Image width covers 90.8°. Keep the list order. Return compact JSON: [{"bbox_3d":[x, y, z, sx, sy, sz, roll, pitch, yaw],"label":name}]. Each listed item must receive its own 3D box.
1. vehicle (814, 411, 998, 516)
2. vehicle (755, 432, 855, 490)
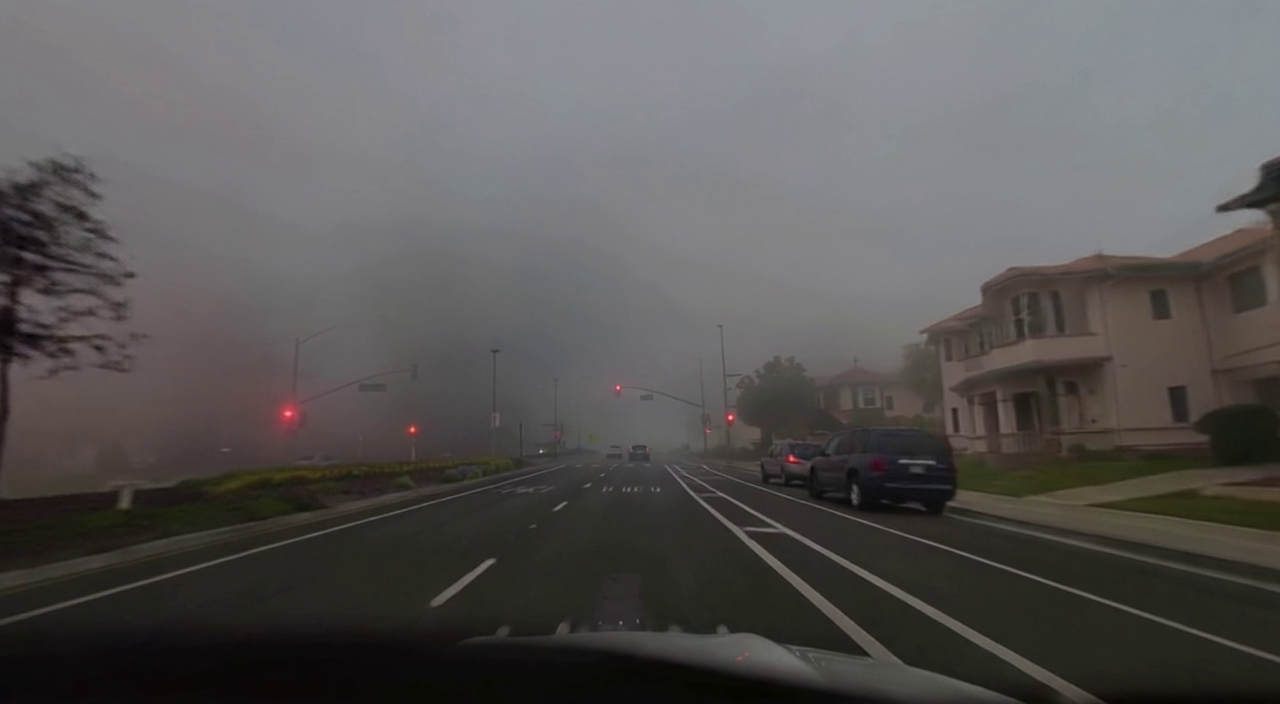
[{"bbox_3d":[5.629,2.432,14.250,2.008,1.930,4.919,0,-8,1],"label":"vehicle"},{"bbox_3d":[5.389,3.660,21.434,2.070,1.710,4.964,0,-9,0],"label":"vehicle"}]
